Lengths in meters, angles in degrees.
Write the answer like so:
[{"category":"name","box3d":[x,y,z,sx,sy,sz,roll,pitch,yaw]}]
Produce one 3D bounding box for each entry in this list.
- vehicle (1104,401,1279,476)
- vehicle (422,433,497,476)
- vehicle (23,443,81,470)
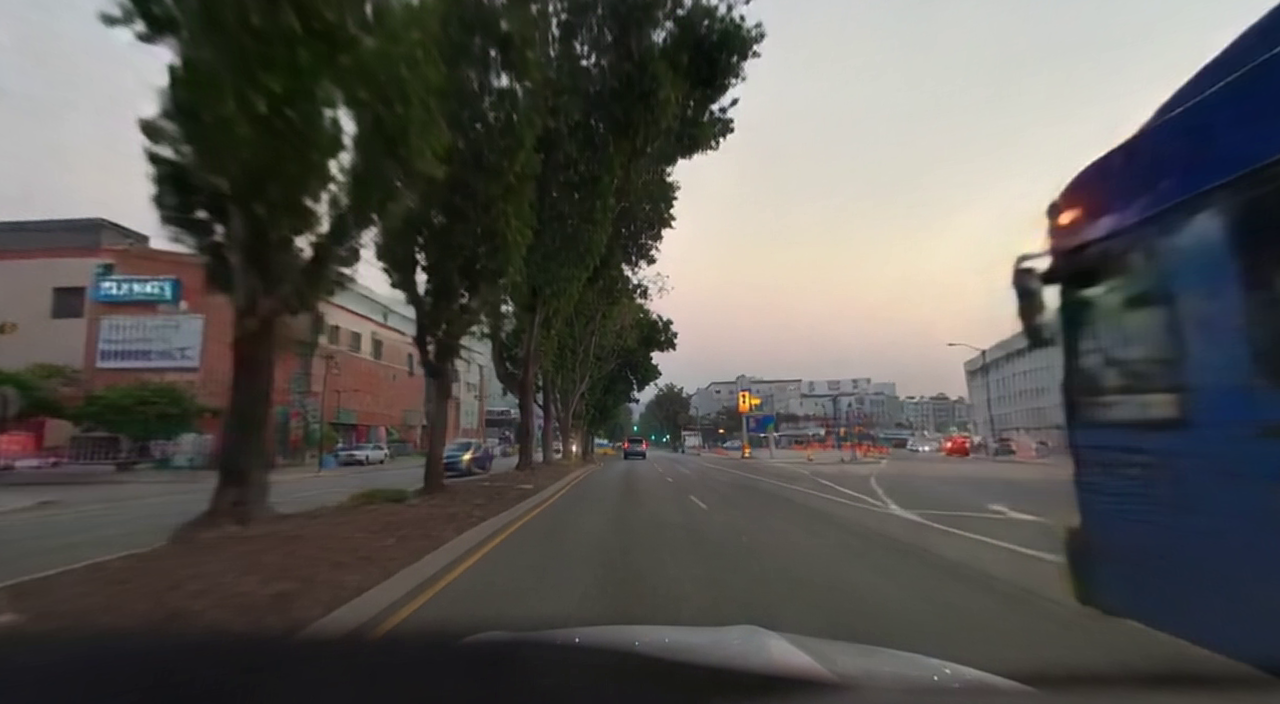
[{"category":"vehicle","box3d":[25.798,3.917,28.401,8.606,3.093,2.803,2,-8,-13]},{"category":"vehicle","box3d":[-7.759,4.438,27.638,2.008,1.701,4.430,1,-8,-1]},{"category":"vehicle","box3d":[-39.483,6.934,42.347,5.533,1.639,2.403,-7,-11,44]}]
